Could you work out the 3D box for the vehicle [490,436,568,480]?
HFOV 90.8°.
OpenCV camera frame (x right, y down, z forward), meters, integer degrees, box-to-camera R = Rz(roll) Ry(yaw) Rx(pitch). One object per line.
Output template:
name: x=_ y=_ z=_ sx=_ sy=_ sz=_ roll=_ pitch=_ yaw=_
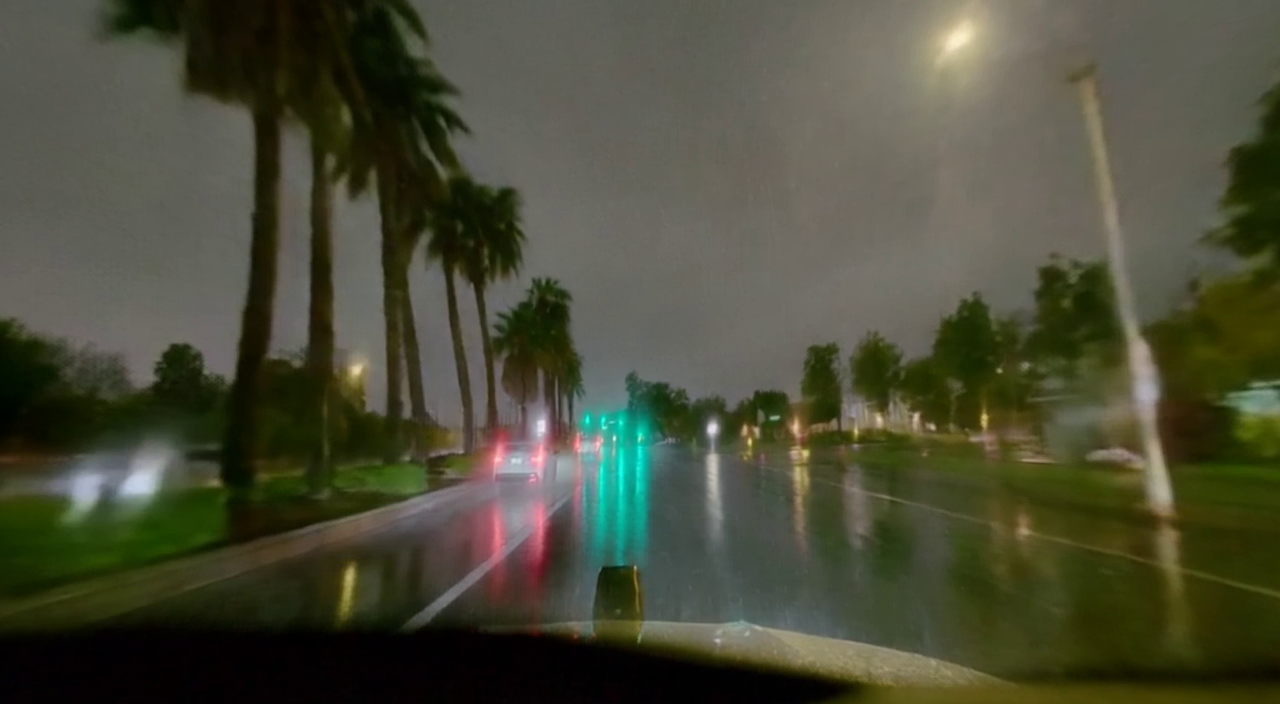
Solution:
vehicle: x=-4.026 y=3.924 z=23.723 sx=2.108 sy=1.475 sz=4.555 roll=0 pitch=-8 yaw=0
